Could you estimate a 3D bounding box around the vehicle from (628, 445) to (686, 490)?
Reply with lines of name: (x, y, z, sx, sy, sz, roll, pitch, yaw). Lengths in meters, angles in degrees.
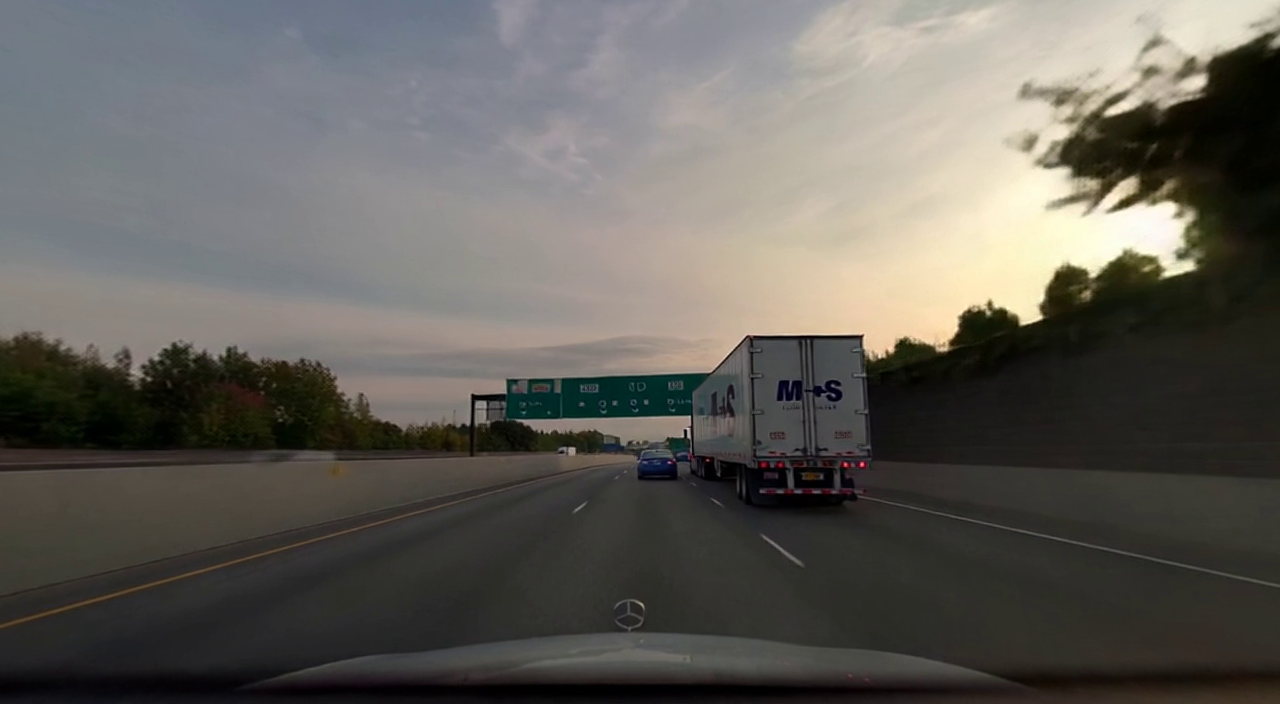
vehicle: (0.605, 4.519, 25.027, 2.121, 1.642, 3.828, 0, -9, -1)

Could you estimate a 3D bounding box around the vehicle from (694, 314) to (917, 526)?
vehicle: (3.758, 2.338, 19.283, 3.002, 4.104, 14.174, 0, -9, 0)

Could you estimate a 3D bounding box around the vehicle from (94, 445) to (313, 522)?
vehicle: (-9.689, 2.911, 14.531, 1.912, 1.502, 4.283, 0, -9, 1)
